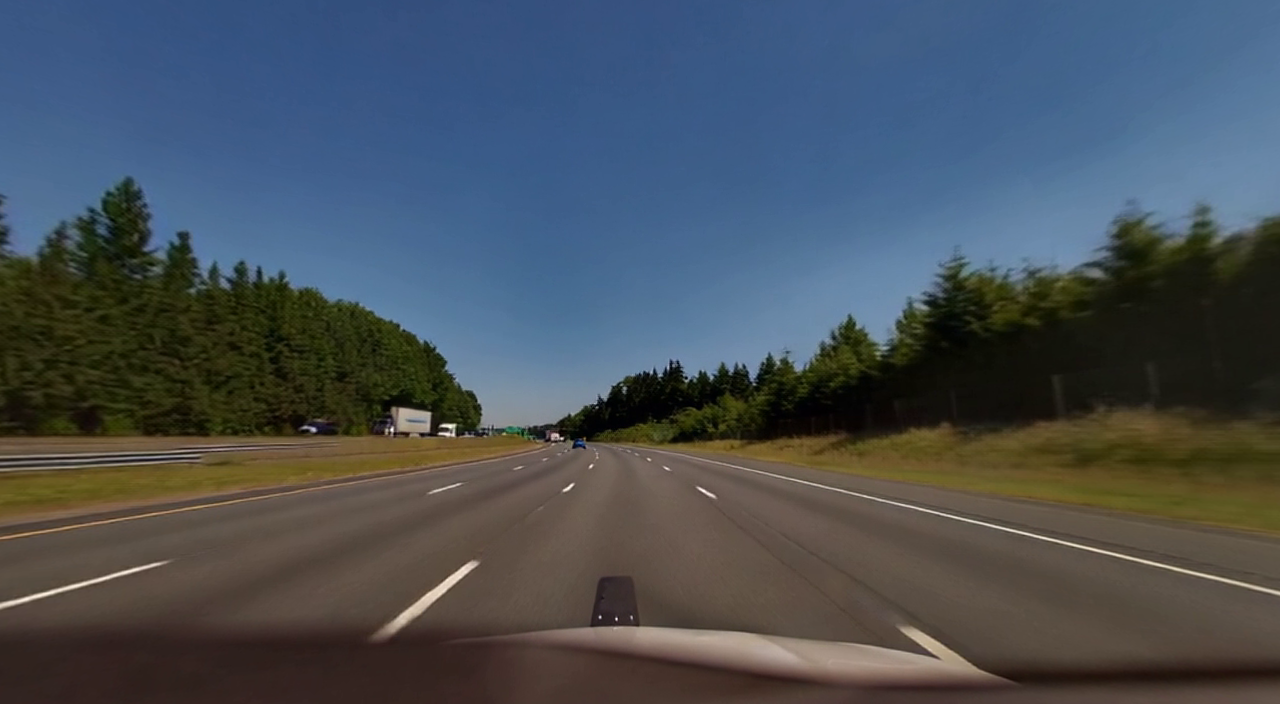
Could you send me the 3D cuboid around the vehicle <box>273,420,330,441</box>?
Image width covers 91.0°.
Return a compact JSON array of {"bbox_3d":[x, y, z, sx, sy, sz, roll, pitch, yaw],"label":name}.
[{"bbox_3d":[-26.392,6.158,49.233,1.784,1.525,5.025,0,-8,-2],"label":"vehicle"}]
